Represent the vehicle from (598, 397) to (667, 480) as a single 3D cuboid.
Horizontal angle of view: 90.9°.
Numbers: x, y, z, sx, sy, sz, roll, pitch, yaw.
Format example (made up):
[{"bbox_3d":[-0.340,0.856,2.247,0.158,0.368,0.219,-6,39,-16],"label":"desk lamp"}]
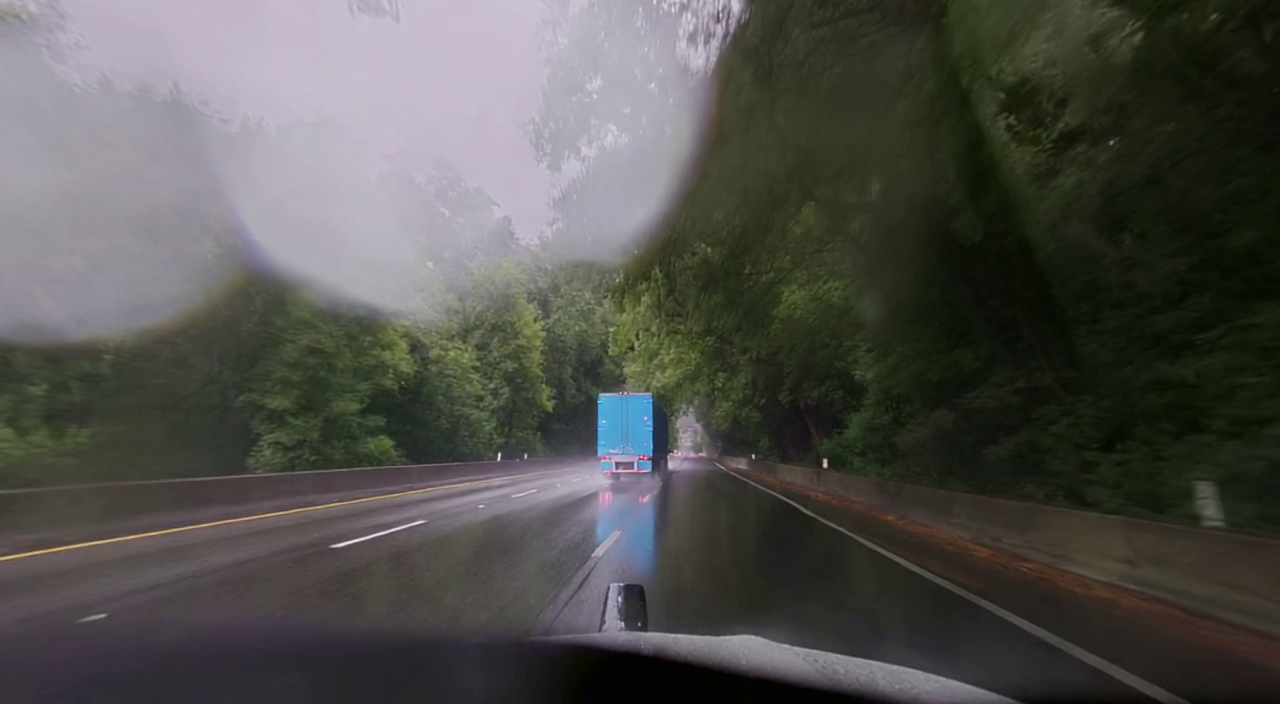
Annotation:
[{"bbox_3d":[-0.149,4.742,34.075,2.821,3.878,8.925,-1,-9,5],"label":"vehicle"}]
